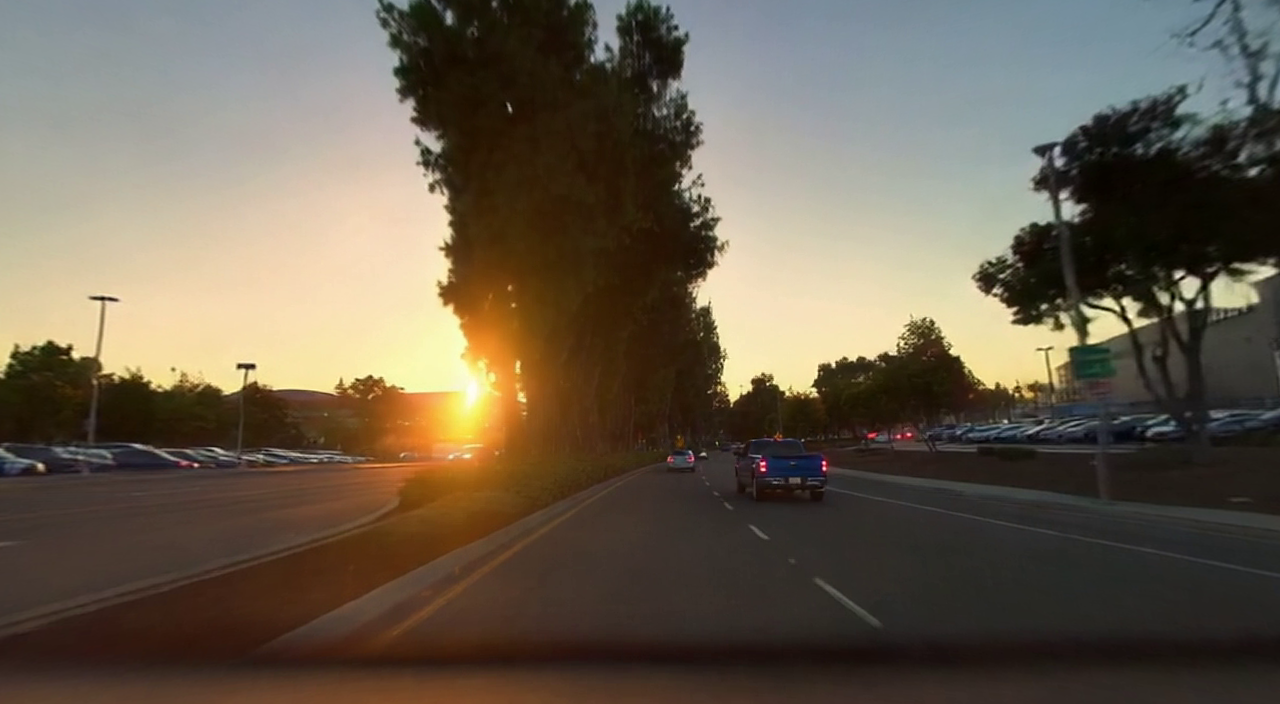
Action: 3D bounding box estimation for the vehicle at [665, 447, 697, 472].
[{"bbox_3d":[2.708,7.025,41.221,1.968,1.521,4.262,0,-9,5],"label":"vehicle"}]

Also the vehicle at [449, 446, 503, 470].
[{"bbox_3d":[-11.228,7.298,43.514,2.008,1.553,4.642,-1,-9,6],"label":"vehicle"}]

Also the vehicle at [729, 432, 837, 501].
[{"bbox_3d":[4.451,3.683,20.690,2.367,1.919,5.651,0,-9,2],"label":"vehicle"}]
